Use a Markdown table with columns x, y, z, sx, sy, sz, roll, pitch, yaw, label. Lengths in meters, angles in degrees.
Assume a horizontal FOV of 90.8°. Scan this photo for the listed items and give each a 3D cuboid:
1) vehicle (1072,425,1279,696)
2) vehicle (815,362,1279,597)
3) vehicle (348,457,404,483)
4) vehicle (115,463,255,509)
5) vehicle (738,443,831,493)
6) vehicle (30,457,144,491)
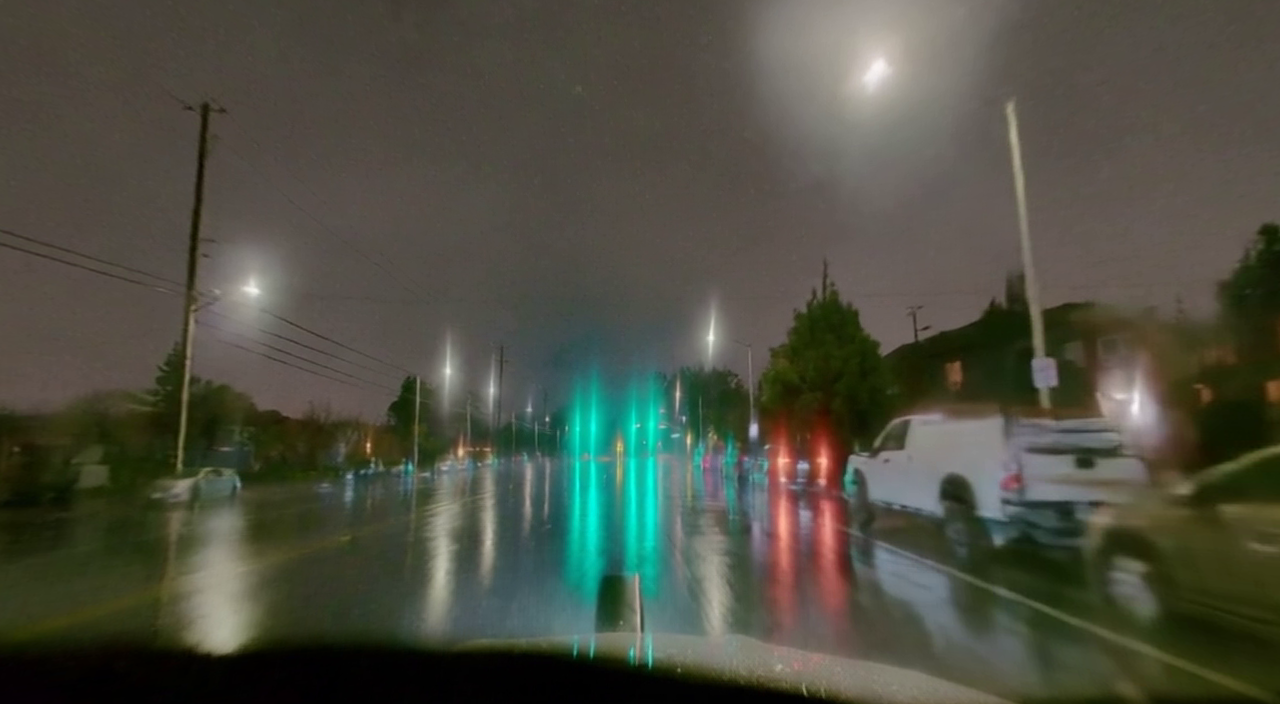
| x | y | z | sx | sy | sz | roll | pitch | yaw | label |
| --- | --- | --- | --- | --- | --- | --- | --- | --- | --- |
| 4.511 | 1.006 | 2.680 | 2.074 | 1.457 | 4.633 | 0 | -10 | 0 | vehicle |
| 4.554 | 1.568 | 8.642 | 2.438 | 2.086 | 5.821 | 0 | -9 | -2 | vehicle |
| -17.614 | 7.877 | 42.410 | 1.811 | 1.505 | 4.507 | 0 | -9 | 0 | vehicle |
| -17.741 | 5.218 | 24.979 | 2.039 | 1.508 | 4.613 | -1 | -9 | 1 | vehicle |
| 4.587 | 3.754 | 20.840 | 1.844 | 1.426 | 4.916 | 0 | -9 | 0 | vehicle |
| -30.093 | 6.621 | 34.475 | 4.245 | 1.668 | 2.025 | 0 | -8 | -2 | vehicle |
